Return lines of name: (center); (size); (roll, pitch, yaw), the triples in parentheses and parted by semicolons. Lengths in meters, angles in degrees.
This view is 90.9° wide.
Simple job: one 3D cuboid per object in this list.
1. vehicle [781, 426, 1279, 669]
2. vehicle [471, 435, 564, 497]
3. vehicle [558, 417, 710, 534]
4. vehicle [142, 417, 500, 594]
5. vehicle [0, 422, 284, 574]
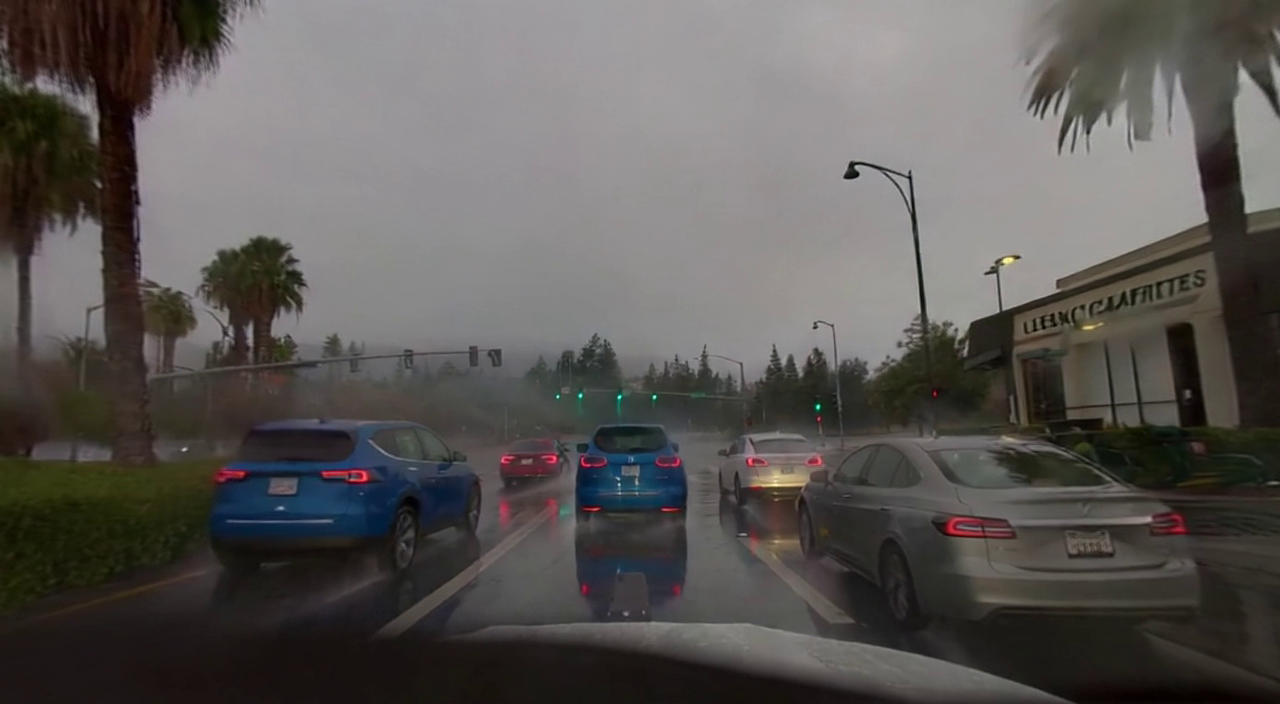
vehicle: (2.974, 1.561, 6.289); (2.017, 1.491, 4.611); (0, -8, -1)
vehicle: (-3.381, 3.229, 18.181); (1.927, 1.568, 3.733); (0, -8, 0)
vehicle: (-0.144, 2.188, 11.738); (2.280, 1.747, 4.361); (0, -8, -2)
vehicle: (-3.308, 1.685, 7.813); (2.014, 1.534, 4.455); (0, -9, 1)
vehicle: (-6.955, 1.803, 8.559); (1.889, 1.554, 4.033); (0, -8, -1)
